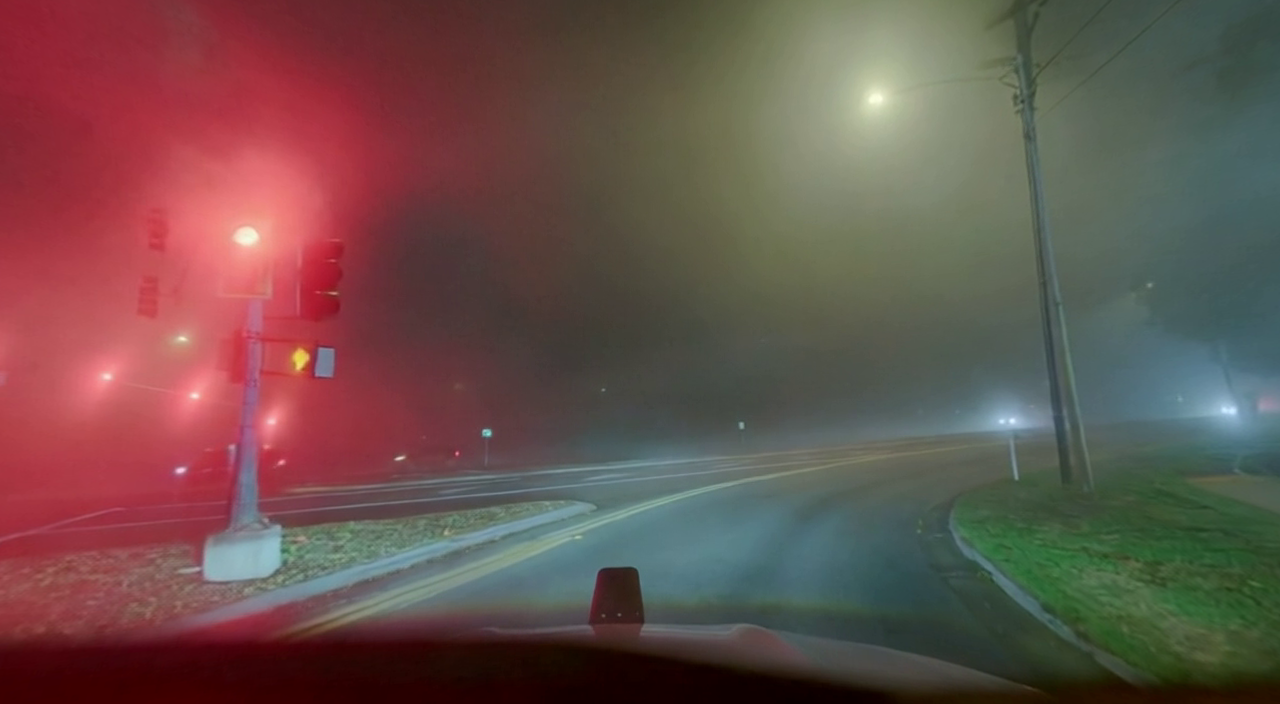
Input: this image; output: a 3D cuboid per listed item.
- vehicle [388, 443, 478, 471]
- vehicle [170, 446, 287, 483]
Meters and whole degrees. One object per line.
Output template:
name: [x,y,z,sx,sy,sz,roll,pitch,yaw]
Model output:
vehicle: [-11.864,5.996,36.200,4.527,1.444,1.811,8,-11,-42]
vehicle: [-21.699,5.875,33.340,4.782,1.776,2.118,7,-11,-42]
